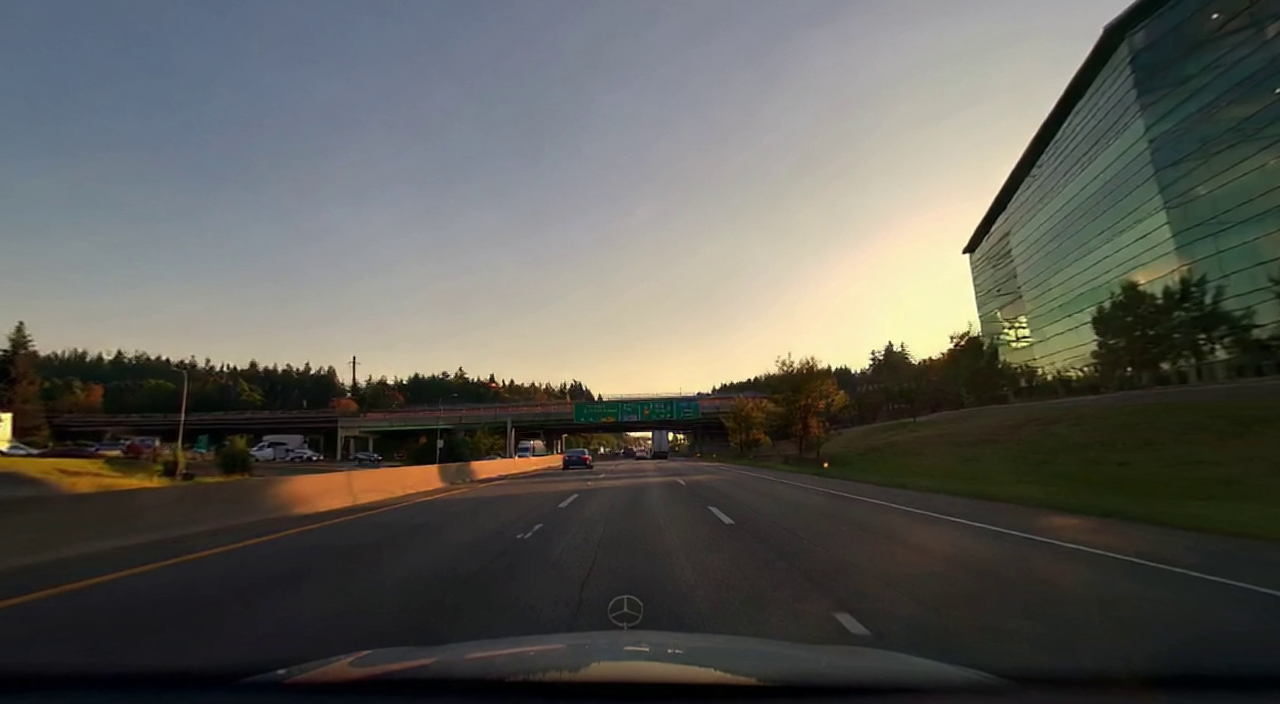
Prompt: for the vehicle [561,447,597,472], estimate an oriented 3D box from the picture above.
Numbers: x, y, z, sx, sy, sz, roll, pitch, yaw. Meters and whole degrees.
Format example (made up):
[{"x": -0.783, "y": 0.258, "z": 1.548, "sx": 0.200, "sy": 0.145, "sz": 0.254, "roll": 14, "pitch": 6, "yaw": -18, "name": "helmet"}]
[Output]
[{"x": -3.978, "y": 7.132, "z": 41.927, "sx": 2.042, "sy": 1.506, "sz": 4.211, "roll": 0, "pitch": -9, "yaw": -1, "name": "vehicle"}]
